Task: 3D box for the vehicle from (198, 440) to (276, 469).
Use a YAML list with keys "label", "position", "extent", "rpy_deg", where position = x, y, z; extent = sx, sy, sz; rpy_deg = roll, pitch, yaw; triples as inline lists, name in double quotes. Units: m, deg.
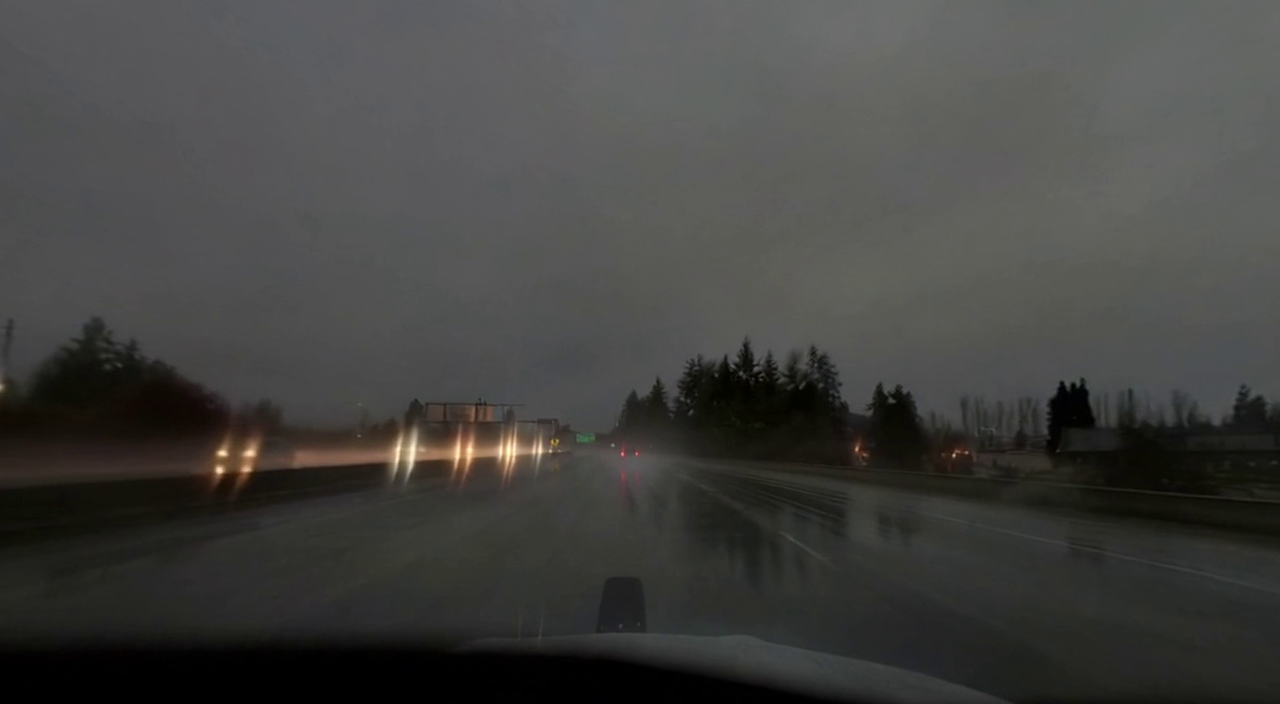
- label: "vehicle"
  position: [-20.775, 5.307, 32.717]
  extent: [1.655, 1.398, 3.546]
  rpy_deg: [0, -9, 0]
